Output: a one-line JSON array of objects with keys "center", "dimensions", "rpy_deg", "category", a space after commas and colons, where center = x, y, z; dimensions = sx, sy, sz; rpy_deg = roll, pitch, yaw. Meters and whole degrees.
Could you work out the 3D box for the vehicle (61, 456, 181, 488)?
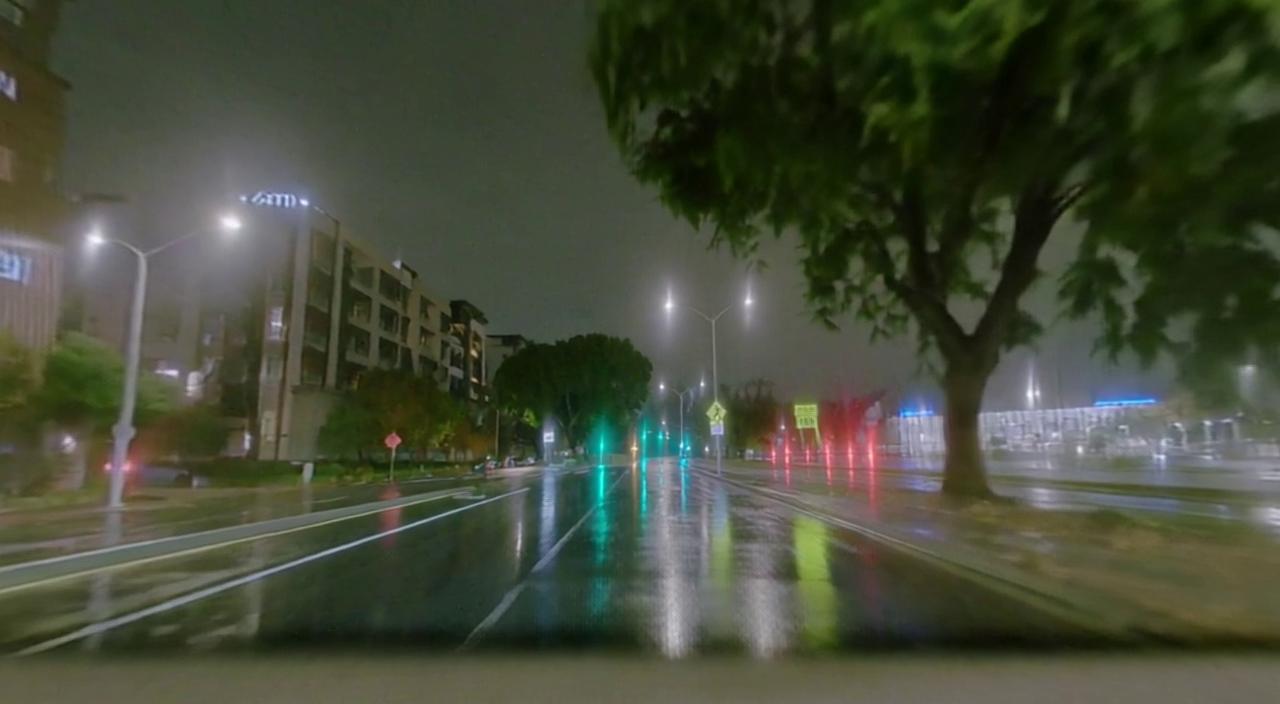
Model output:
[{"center": [-29.235, 6.773, 35.605], "dimensions": [4.899, 1.535, 1.926], "rpy_deg": [-1, -10, -6], "category": "vehicle"}]
